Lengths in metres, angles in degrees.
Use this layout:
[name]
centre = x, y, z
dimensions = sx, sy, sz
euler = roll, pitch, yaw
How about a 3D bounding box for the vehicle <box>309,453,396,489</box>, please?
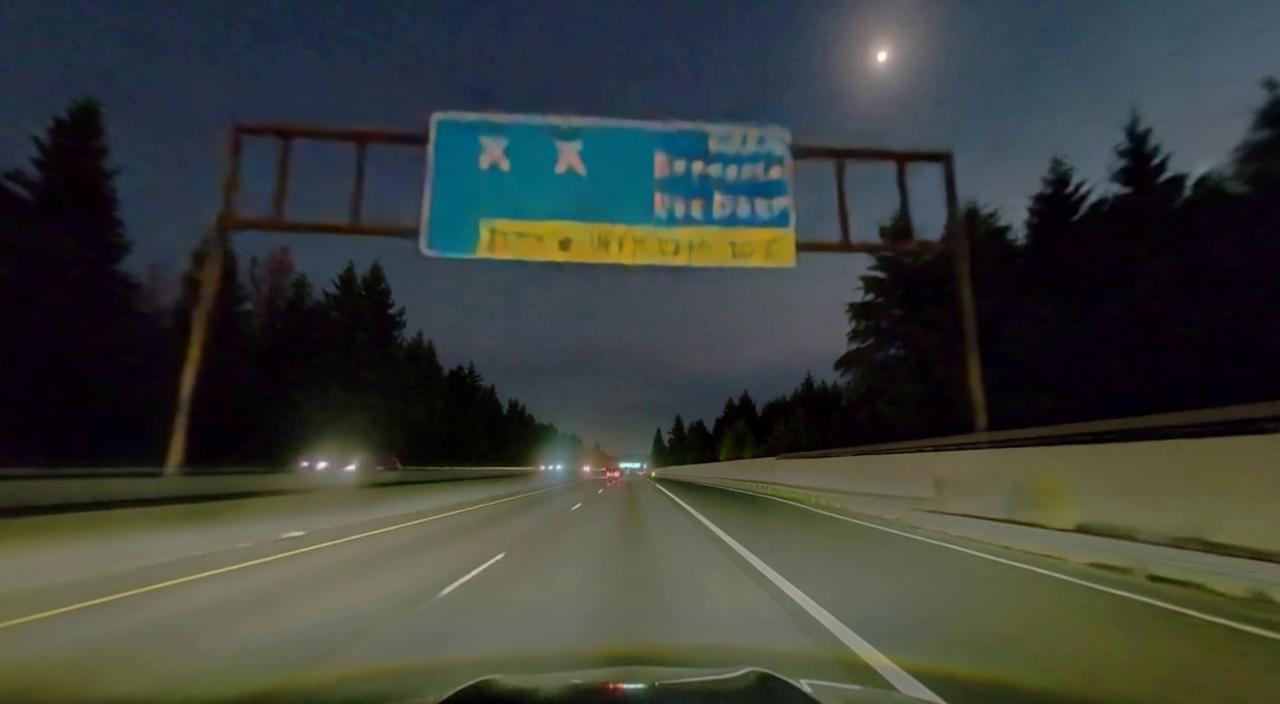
[vehicle]
centre = -12.876, 5.370, 28.527
dimensions = 1.815, 1.452, 4.391
euler = 1, -11, 0
